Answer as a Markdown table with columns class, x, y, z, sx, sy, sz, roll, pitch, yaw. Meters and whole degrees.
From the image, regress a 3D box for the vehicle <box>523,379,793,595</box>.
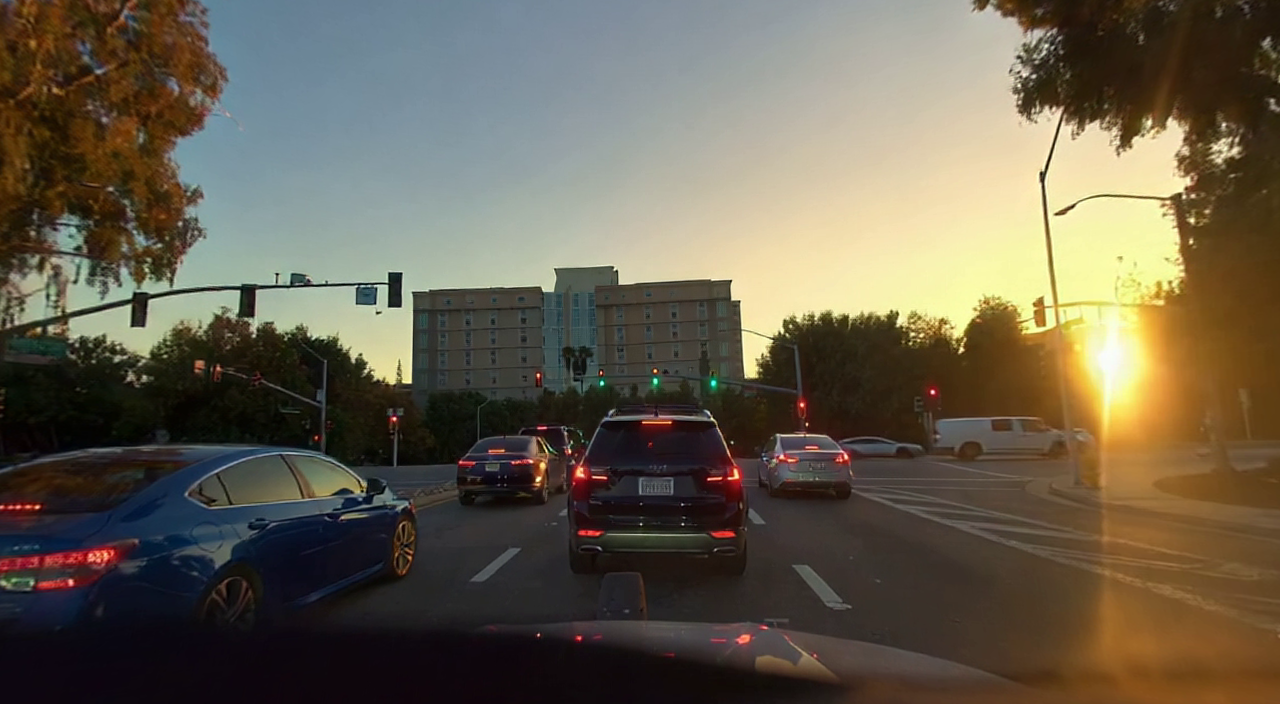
| class | x | y | z | sx | sy | sz | roll | pitch | yaw |
| --- | --- | --- | --- | --- | --- | --- | --- | --- | --- |
| vehicle | 0.204 | 1.465 | 7.644 | 2.300 | 1.832 | 4.331 | 0 | -8 | 1 |

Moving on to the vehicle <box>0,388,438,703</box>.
| class | x | y | z | sx | sy | sz | roll | pitch | yaw |
| --- | --- | --- | --- | --- | --- | --- | --- | --- | --- |
| vehicle | -3.219 | 1.193 | 4.393 | 1.958 | 1.494 | 4.624 | 0 | -8 | 2 |

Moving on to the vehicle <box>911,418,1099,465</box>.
| class | x | y | z | sx | sy | sz | roll | pitch | yaw |
| --- | --- | --- | --- | --- | --- | --- | --- | --- | --- |
| vehicle | 16.490 | 4.106 | 29.027 | 6.879 | 1.984 | 2.808 | -2 | -8 | 11 |

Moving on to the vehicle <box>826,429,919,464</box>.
| class | x | y | z | sx | sy | sz | roll | pitch | yaw |
| --- | --- | --- | --- | --- | --- | --- | --- | --- | --- |
| vehicle | 11.206 | 4.534 | 30.490 | 4.026 | 1.573 | 2.271 | -3 | -8 | 21 |

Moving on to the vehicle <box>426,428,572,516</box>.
| class | x | y | z | sx | sy | sz | roll | pitch | yaw |
| --- | --- | --- | --- | --- | --- | --- | --- | --- | --- |
| vehicle | -2.682 | 2.390 | 13.076 | 1.851 | 1.502 | 4.042 | 0 | -8 | 4 |

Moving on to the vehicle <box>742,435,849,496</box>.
| class | x | y | z | sx | sy | sz | roll | pitch | yaw |
| --- | --- | --- | --- | --- | --- | --- | --- | --- | --- |
| vehicle | 4.101 | 3.055 | 17.339 | 1.979 | 1.453 | 4.011 | 0 | -8 | 1 |
